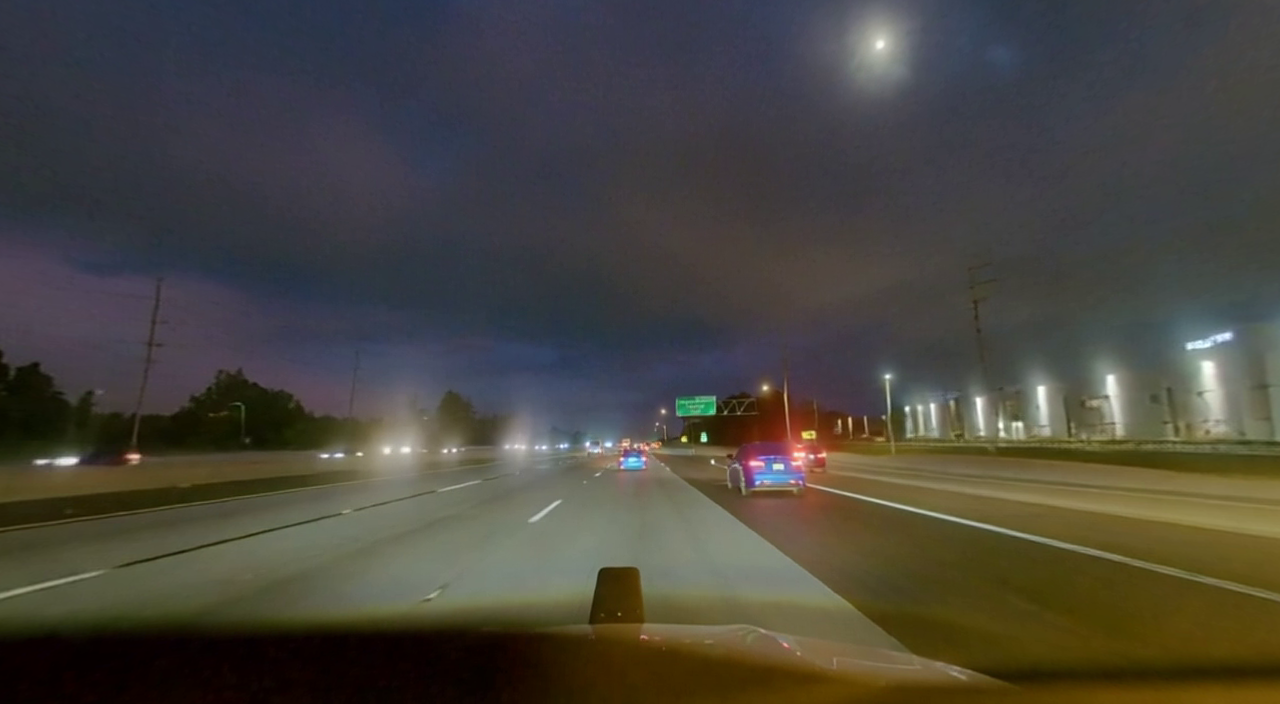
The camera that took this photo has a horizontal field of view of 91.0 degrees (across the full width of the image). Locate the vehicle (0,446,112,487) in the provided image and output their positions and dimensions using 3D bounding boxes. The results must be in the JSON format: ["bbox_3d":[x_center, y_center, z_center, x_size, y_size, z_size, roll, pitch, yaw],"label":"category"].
[{"bbox_3d":[-27.621,5.218,29.180,2.085,1.710,4.800,0,-8,0],"label":"vehicle"}]

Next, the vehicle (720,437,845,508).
[{"bbox_3d":[3.399,2.957,16.017,1.995,1.533,4.463,0,-8,-2],"label":"vehicle"}]

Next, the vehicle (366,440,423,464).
[{"bbox_3d":[-16.877,6.888,43.528,1.995,1.569,4.734,0,-8,0],"label":"vehicle"}]

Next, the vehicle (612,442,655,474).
[{"bbox_3d":[-0.337,5.333,31.890,2.019,1.472,3.971,0,-8,-1],"label":"vehicle"}]
